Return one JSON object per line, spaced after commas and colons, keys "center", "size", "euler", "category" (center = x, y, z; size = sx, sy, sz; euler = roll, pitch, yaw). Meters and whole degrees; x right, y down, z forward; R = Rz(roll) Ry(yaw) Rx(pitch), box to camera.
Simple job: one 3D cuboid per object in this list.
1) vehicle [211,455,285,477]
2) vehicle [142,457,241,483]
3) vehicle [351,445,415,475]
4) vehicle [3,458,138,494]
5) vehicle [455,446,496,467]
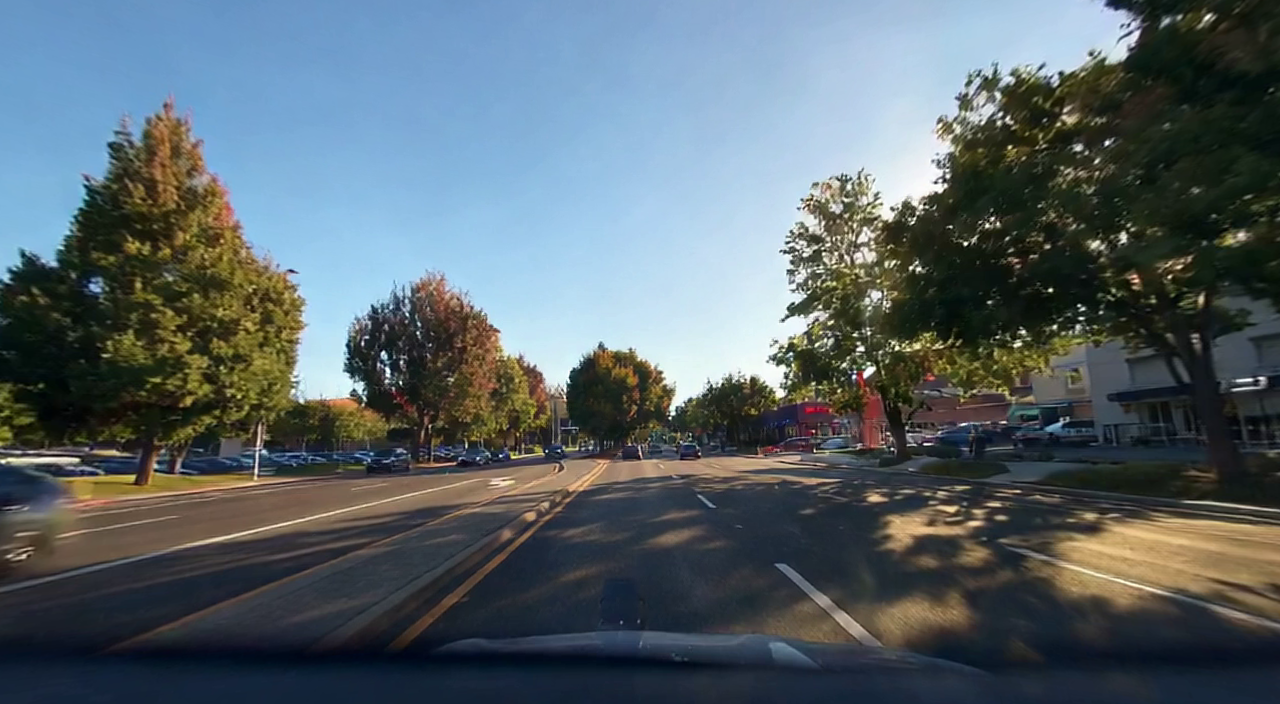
{"center": [-28.517, 8.293, 46.084], "size": [4.318, 1.499, 2.021], "euler": [4, -10, -26], "category": "vehicle"}
{"center": [-28.280, 7.436, 40.065], "size": [4.766, 1.489, 2.092], "euler": [5, -10, -27], "category": "vehicle"}
{"center": [-15.611, 6.574, 38.673], "size": [2.060, 1.748, 4.384], "euler": [0, -9, 0], "category": "vehicle"}
{"center": [-27.777, 6.064, 31.030], "size": [4.495, 1.460, 1.853], "euler": [2, -11, -26], "category": "vehicle"}
{"center": [-12.007, 7.647, 46.399], "size": [1.866, 1.518, 4.240], "euler": [0, -9, 0], "category": "vehicle"}
